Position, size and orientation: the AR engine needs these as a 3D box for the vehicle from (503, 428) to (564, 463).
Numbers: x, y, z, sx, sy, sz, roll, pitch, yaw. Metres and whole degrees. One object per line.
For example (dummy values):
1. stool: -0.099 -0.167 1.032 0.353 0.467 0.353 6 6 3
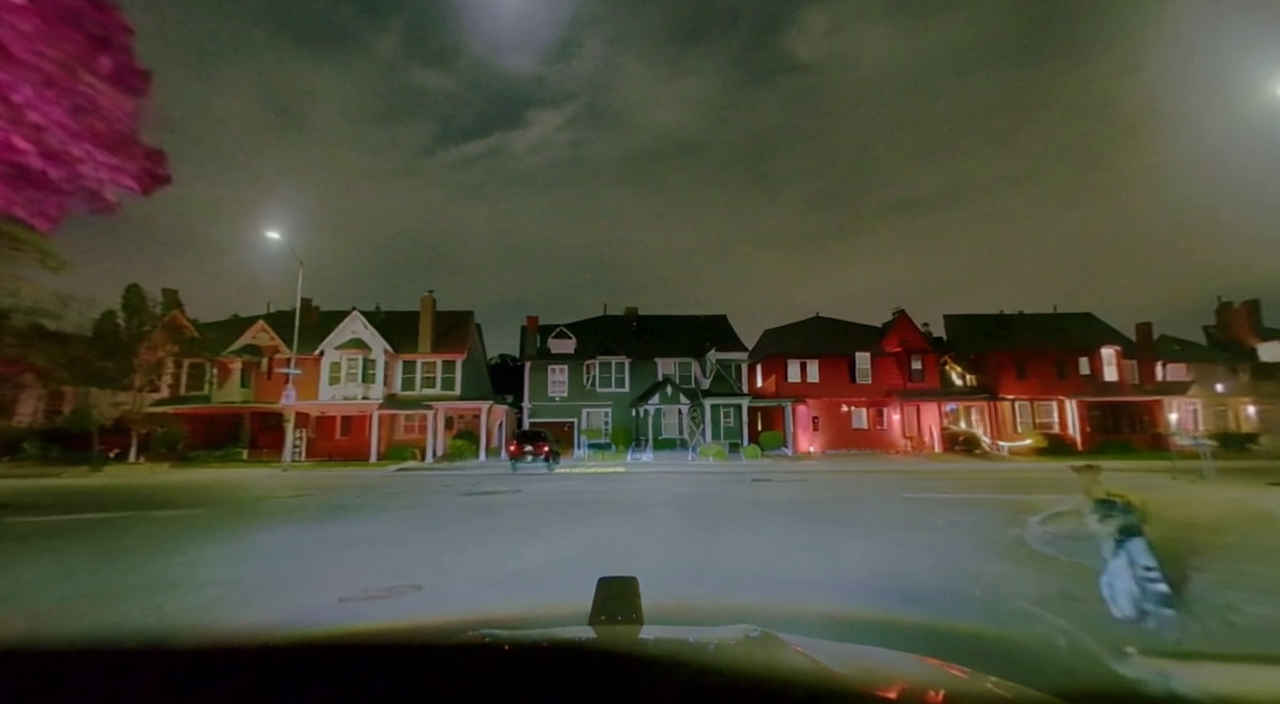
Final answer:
1. vehicle: -4.792 4.320 29.032 1.968 1.491 4.486 0 -9 1
